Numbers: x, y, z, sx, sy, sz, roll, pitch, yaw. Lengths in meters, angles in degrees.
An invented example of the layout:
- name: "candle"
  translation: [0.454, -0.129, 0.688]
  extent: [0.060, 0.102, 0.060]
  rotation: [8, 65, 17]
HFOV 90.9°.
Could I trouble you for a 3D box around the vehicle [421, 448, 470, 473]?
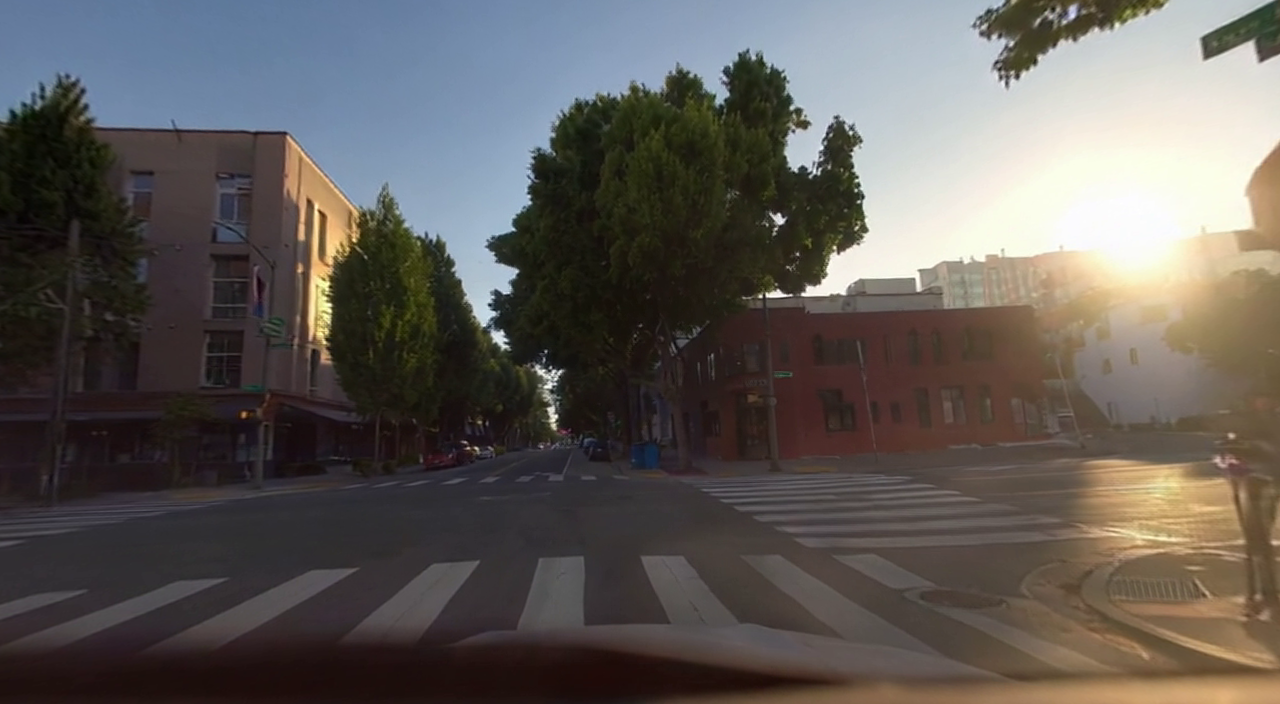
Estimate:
- name: "vehicle"
  translation: [-12.242, 6.834, 39.930]
  extent: [2.033, 1.491, 4.298]
  rotation: [0, -8, -5]
